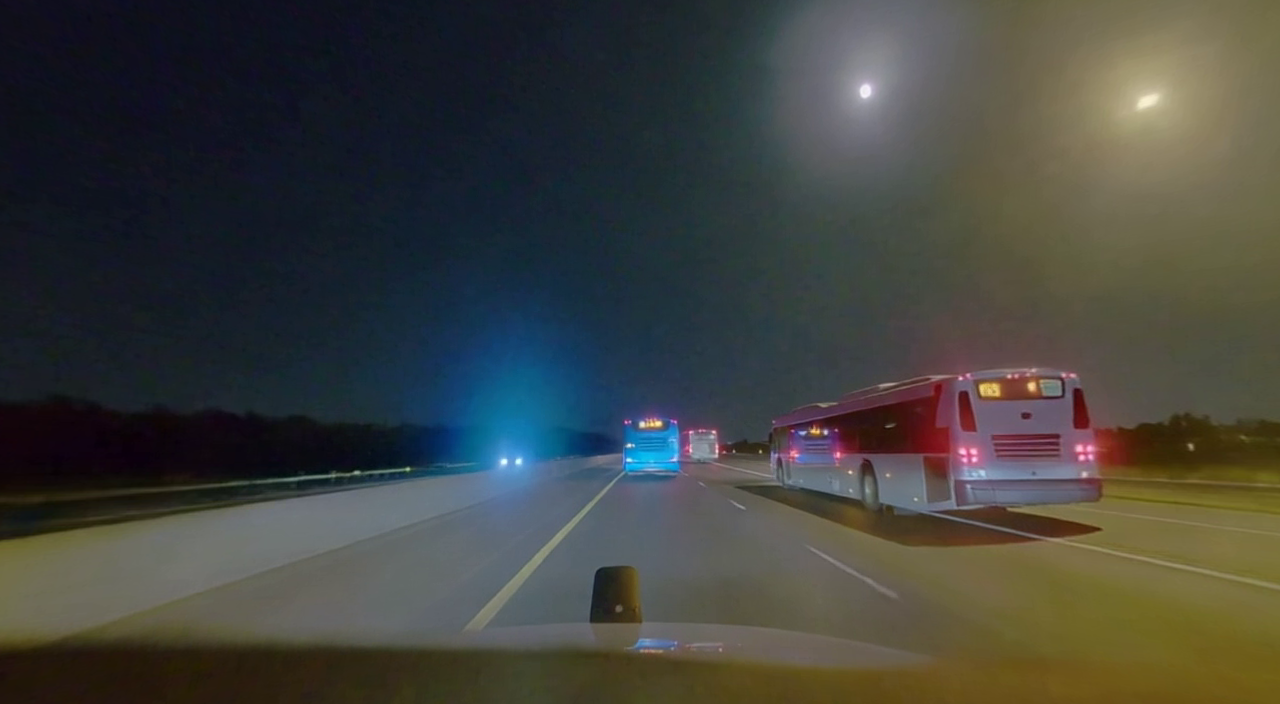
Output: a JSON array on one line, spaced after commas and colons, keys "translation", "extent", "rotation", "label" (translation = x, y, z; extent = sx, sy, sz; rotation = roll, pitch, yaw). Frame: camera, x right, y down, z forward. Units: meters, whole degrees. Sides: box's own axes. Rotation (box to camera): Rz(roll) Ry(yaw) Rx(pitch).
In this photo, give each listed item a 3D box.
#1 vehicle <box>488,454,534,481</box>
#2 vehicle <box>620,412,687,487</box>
[{"translation": [-7.941, 7.141, 38.880], "extent": [1.870, 1.500, 4.516], "rotation": [-1, -9, 1], "label": "vehicle"}, {"translation": [0.406, 3.939, 25.361], "extent": [2.414, 2.675, 5.574], "rotation": [0, -9, -2], "label": "vehicle"}]
